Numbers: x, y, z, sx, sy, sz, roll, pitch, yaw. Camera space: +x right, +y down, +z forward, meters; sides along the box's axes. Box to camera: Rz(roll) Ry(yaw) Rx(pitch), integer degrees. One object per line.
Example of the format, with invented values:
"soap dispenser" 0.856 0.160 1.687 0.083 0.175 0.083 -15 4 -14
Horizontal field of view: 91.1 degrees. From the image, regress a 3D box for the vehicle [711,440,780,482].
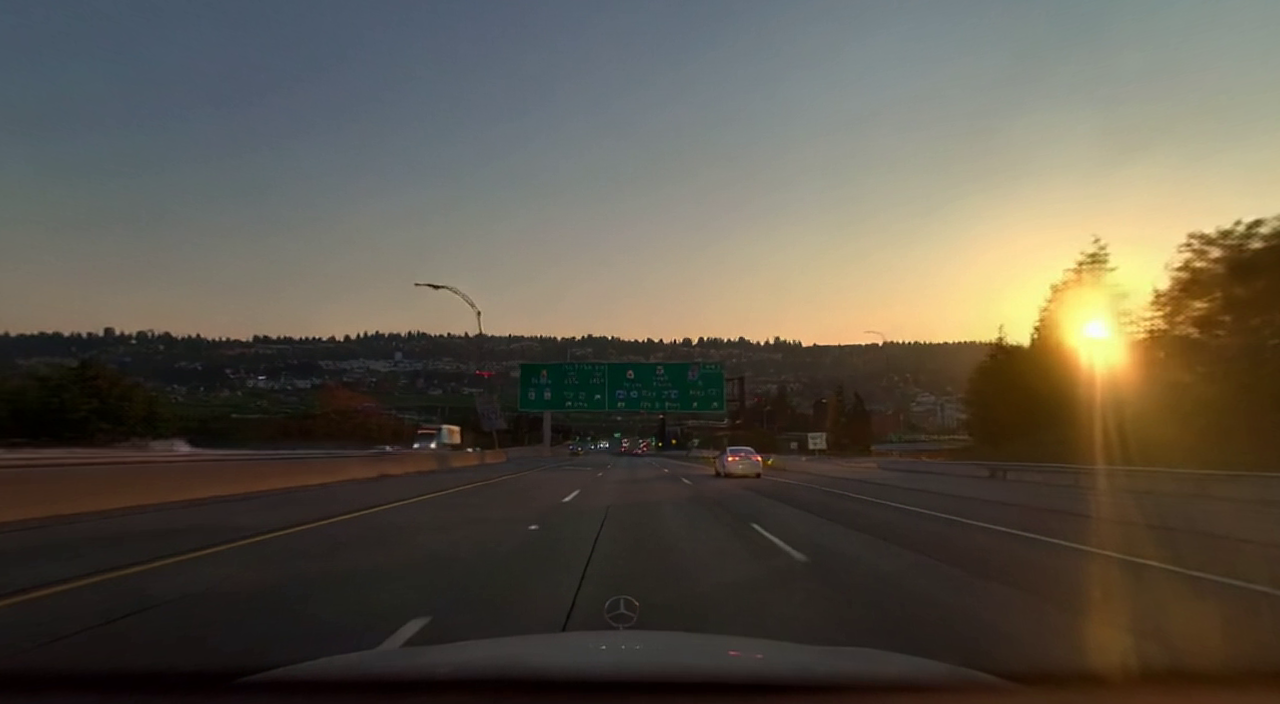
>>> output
"vehicle" 4.183 4.418 25.577 1.984 1.540 3.973 0 -9 -1
